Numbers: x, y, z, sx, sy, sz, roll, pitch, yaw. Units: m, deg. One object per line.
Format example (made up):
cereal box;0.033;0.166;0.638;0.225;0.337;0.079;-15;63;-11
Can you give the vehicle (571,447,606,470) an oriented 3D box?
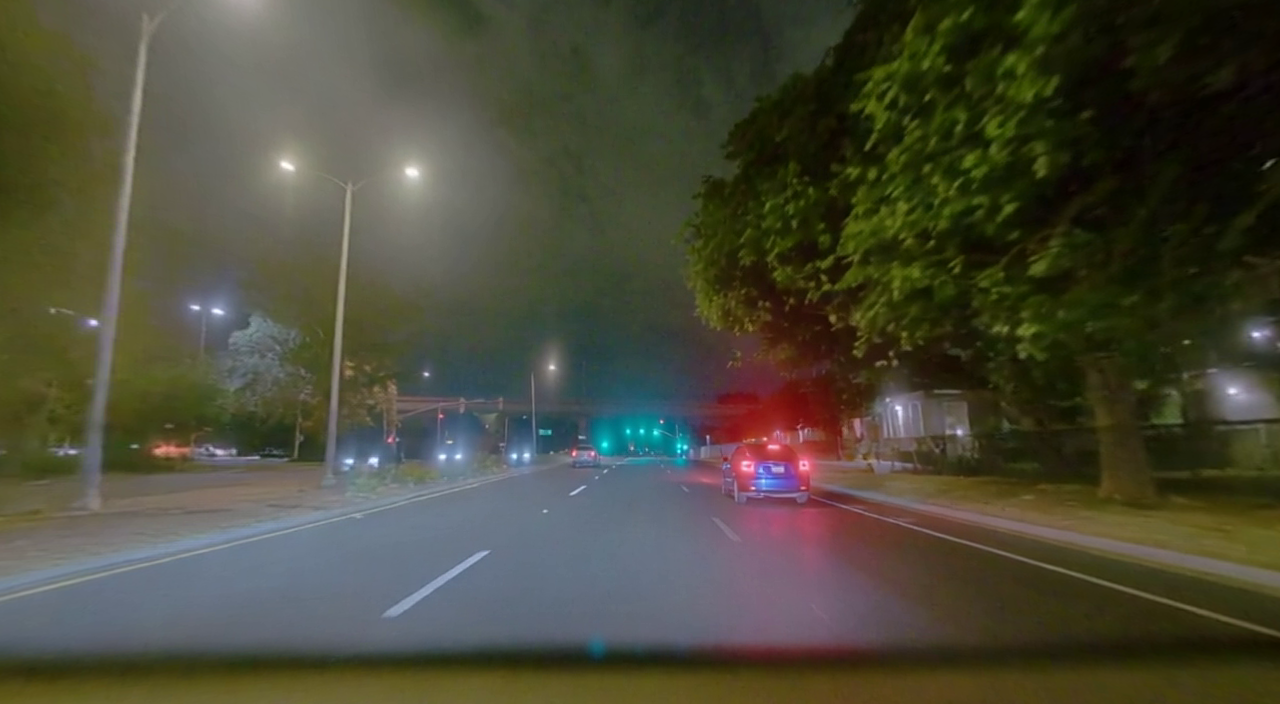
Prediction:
vehicle;-3.564;7.406;44.255;2.041;1.460;4.036;0;-8;1

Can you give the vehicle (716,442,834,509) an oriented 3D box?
vehicle;3.375;3.154;16.704;2.068;1.497;4.247;0;-8;-1

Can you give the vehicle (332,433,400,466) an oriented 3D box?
vehicle;-17.290;6.116;40.180;2.148;1.901;4.955;0;-7;0
